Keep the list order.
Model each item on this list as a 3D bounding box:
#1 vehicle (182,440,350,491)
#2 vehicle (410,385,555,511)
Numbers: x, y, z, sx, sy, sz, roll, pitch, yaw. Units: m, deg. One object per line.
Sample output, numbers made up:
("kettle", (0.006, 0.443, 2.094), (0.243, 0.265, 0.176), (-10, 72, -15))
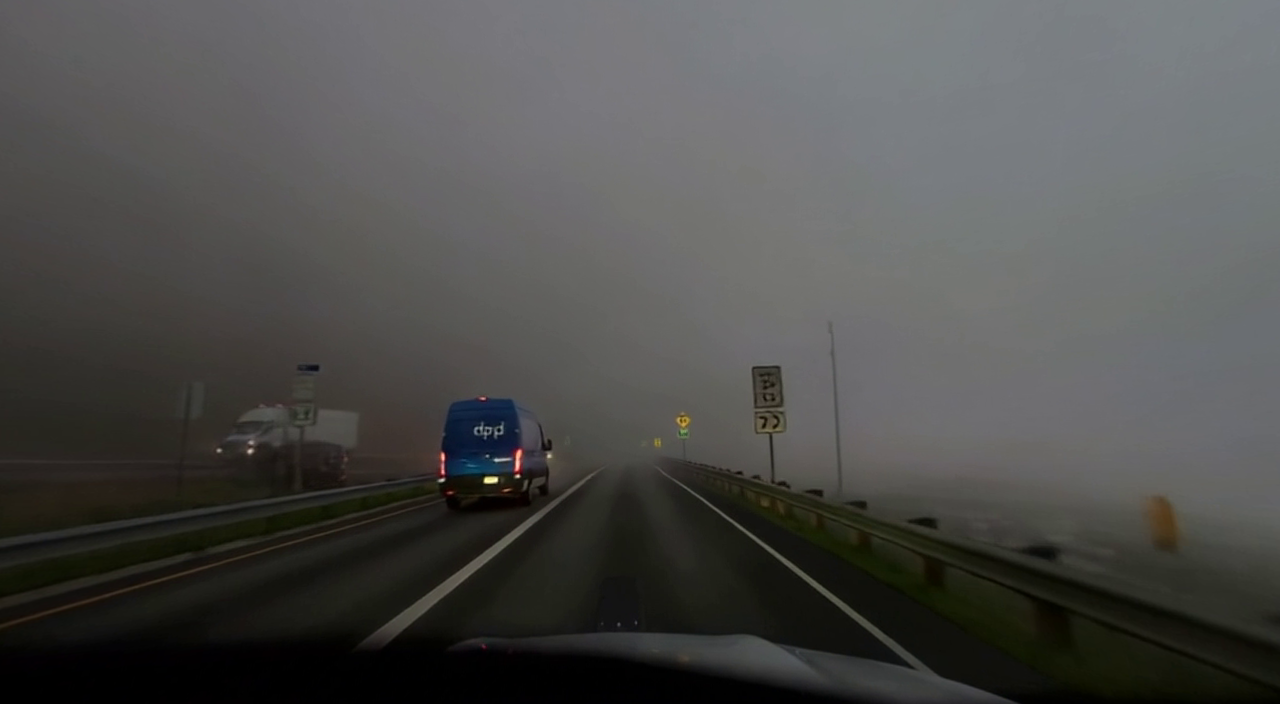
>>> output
("vehicle", (-12.359, 3.766, 21.070), (4.396, 1.557, 1.952), (2, -9, -15))
("vehicle", (-3.783, 2.556, 16.786), (2.463, 2.640, 7.034), (0, -9, -4))
